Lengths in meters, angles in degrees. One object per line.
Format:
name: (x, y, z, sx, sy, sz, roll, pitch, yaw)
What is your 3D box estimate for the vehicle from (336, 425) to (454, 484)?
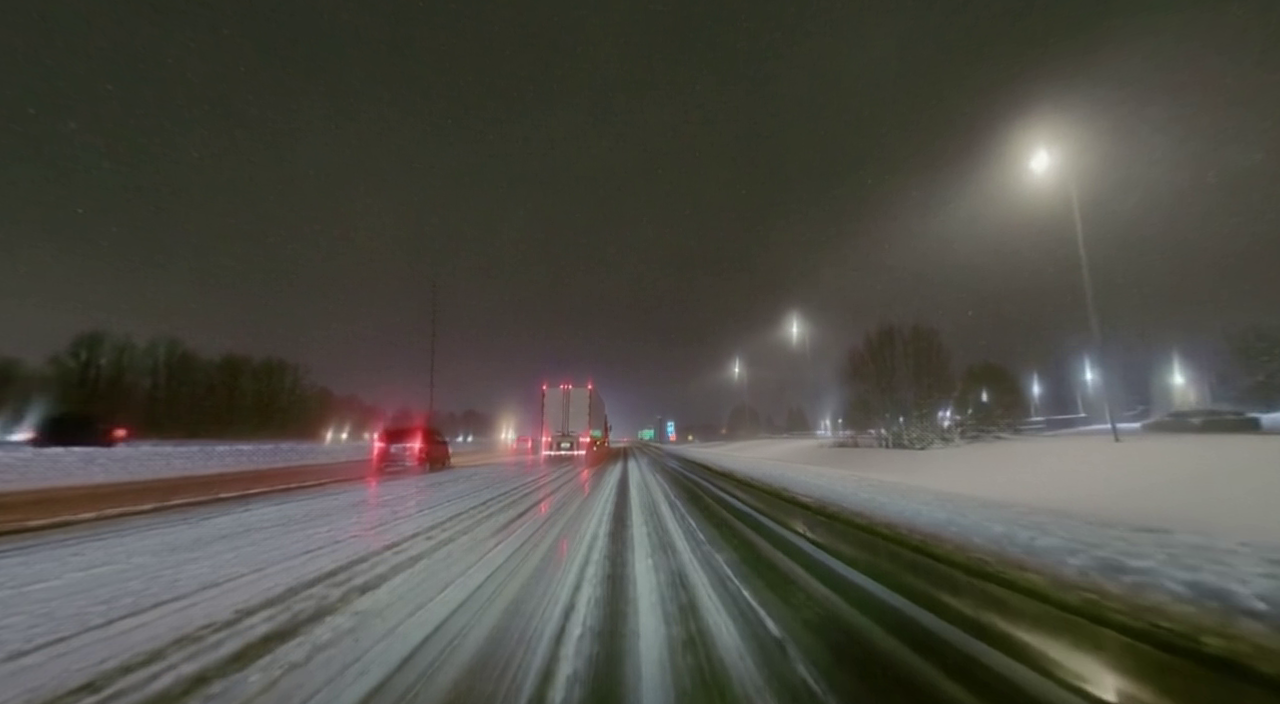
vehicle: (-7.750, 3.255, 20.410, 2.075, 1.691, 4.431, 0, -8, -1)

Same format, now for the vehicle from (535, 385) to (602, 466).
vehicle: (-4.005, 4.589, 37.893, 3.002, 3.987, 12.477, -2, -8, -2)
